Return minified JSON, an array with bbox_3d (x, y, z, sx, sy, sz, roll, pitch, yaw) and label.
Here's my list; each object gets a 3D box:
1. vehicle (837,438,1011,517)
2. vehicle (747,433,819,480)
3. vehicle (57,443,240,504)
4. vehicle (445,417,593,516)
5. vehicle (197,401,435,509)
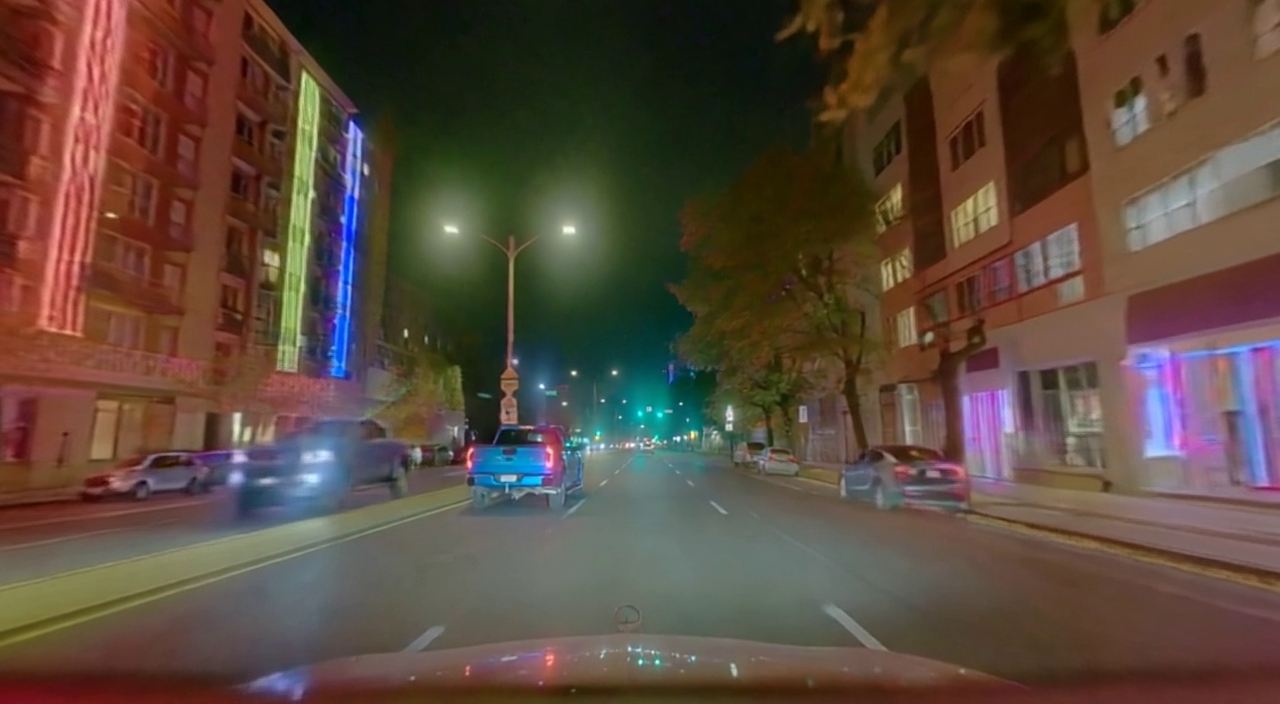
[{"bbox_3d":[6.129,2.744,14.248,1.988,1.514,3.962,0,-9,-1],"label":"vehicle"},{"bbox_3d":[6.133,4.546,27.686,2.043,1.841,4.842,0,-9,1],"label":"vehicle"},{"bbox_3d":[-16.190,3.993,21.248,2.030,1.801,5.036,0,-9,0],"label":"vehicle"},{"bbox_3d":[-2.423,2.512,14.305,2.197,1.786,5.365,0,-9,1],"label":"vehicle"},{"bbox_3d":[-7.128,2.400,14.963,2.462,2.027,5.808,0,-9,1],"label":"vehicle"}]
